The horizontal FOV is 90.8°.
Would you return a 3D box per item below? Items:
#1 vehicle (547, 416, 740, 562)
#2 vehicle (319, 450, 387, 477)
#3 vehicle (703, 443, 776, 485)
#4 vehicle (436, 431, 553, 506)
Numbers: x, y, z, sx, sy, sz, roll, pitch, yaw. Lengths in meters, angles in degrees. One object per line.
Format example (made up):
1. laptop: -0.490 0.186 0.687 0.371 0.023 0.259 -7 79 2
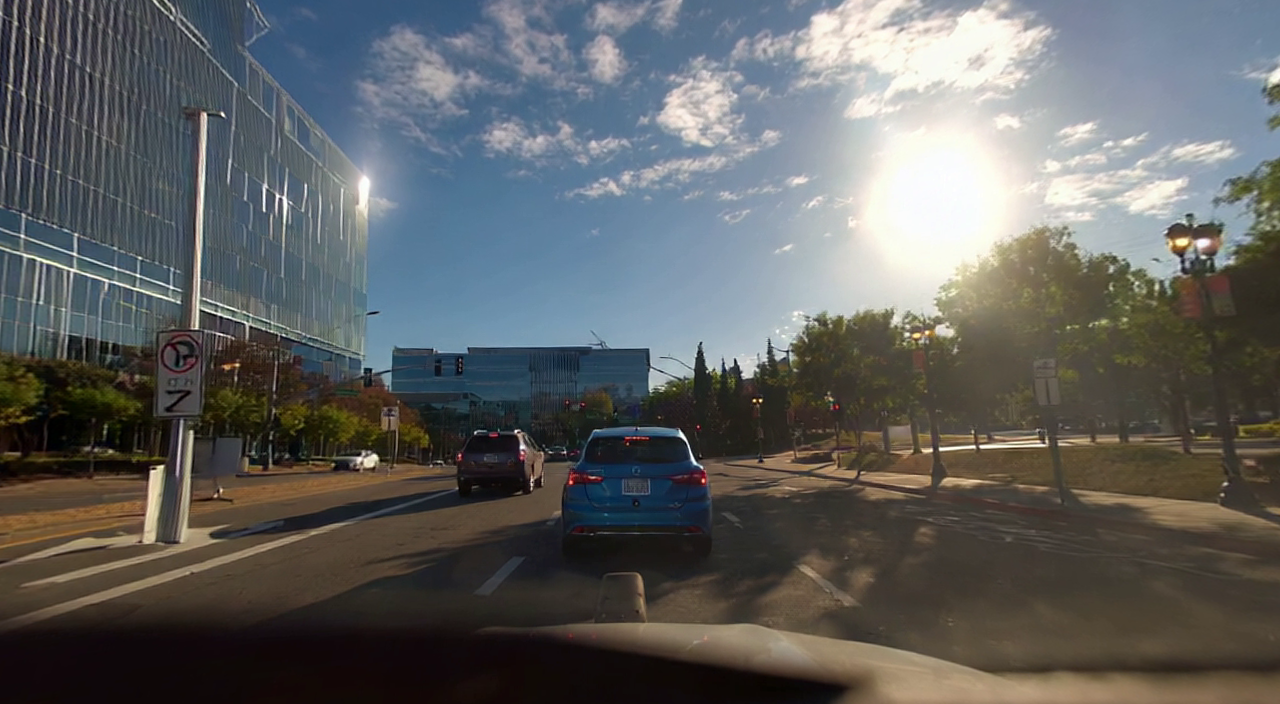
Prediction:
1. vehicle: 0.023 1.881 9.404 2.207 1.659 4.155 0 -8 0
2. vehicle: -16.571 6.460 36.781 1.826 1.422 4.490 0 -8 1
3. vehicle: 3.731 4.256 24.448 2.082 1.445 4.426 0 -8 0
4. vehicle: -3.607 2.979 16.578 2.068 1.678 4.199 0 -8 0
